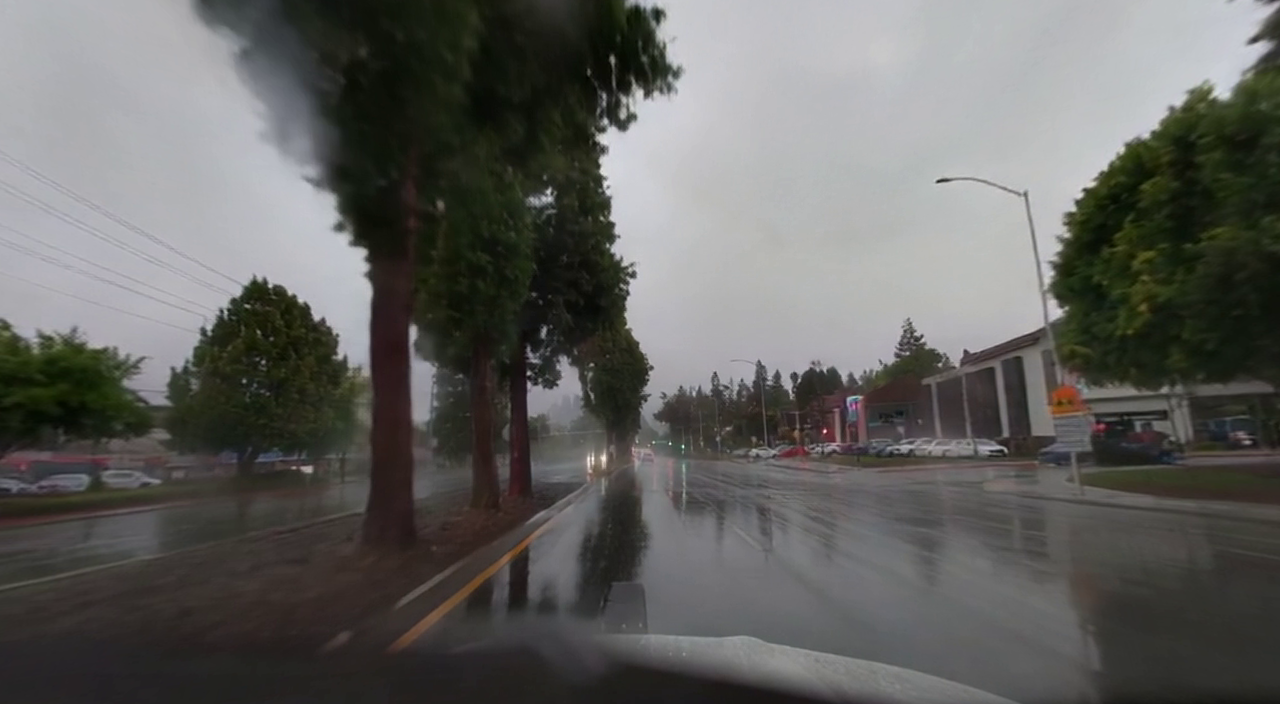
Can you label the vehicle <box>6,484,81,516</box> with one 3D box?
[{"bbox_3d":[-40.711,10.104,43.083,3.731,1.455,1.697,-10,-10,5],"label":"vehicle"}]
